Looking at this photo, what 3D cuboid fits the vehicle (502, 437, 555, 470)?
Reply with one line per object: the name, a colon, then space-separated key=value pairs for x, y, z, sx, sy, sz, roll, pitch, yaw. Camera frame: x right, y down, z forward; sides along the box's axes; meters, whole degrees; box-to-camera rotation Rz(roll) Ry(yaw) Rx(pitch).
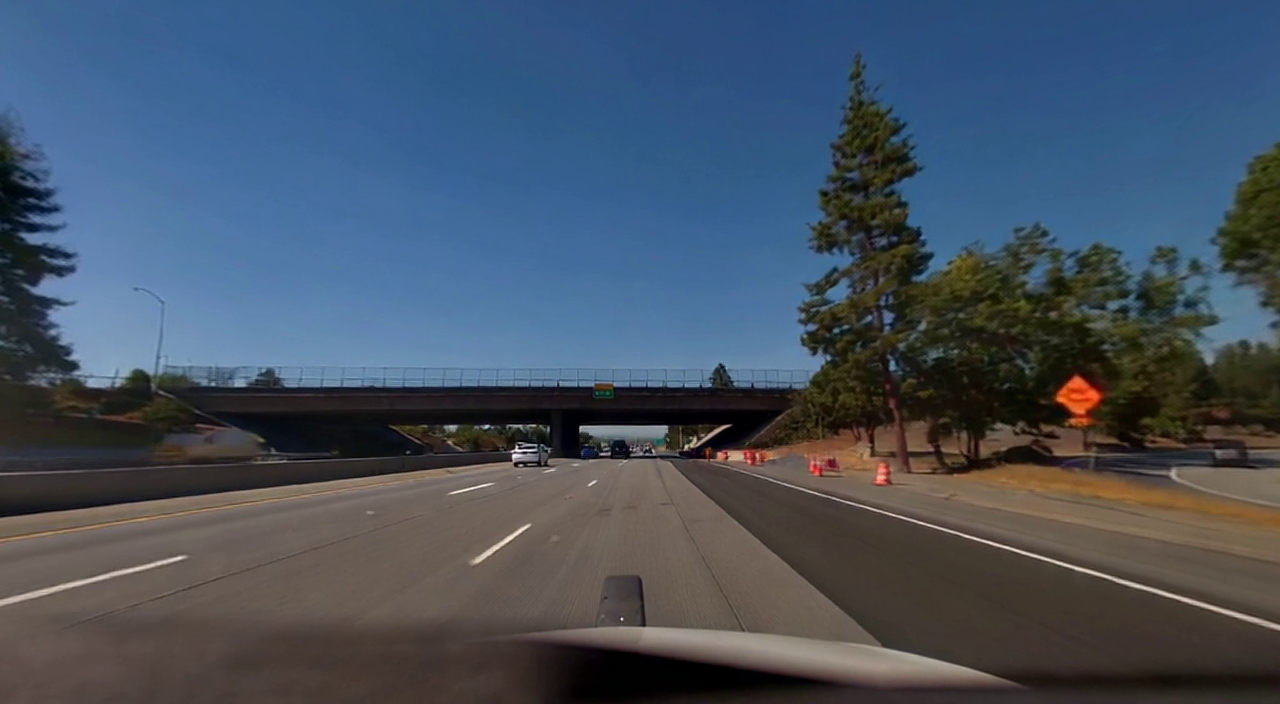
vehicle: x=-6.467 y=5.956 z=37.032 sx=2.103 sy=1.775 sz=4.966 roll=0 pitch=-9 yaw=1
